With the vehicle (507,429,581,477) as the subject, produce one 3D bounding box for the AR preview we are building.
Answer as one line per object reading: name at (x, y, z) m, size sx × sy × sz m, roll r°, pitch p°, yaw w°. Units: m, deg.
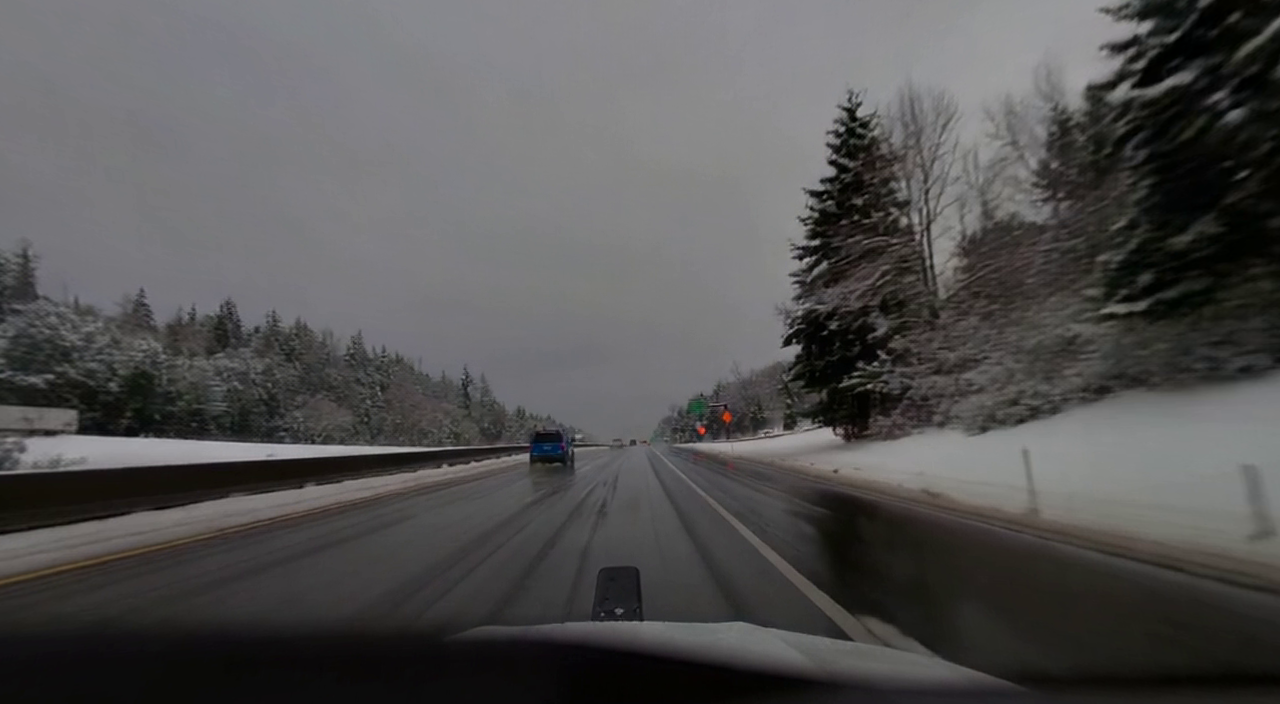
vehicle at (-3.618, 3.883, 24.466) m, size 2.125 × 1.662 × 4.336 m, roll -1°, pitch -8°, yaw 1°
